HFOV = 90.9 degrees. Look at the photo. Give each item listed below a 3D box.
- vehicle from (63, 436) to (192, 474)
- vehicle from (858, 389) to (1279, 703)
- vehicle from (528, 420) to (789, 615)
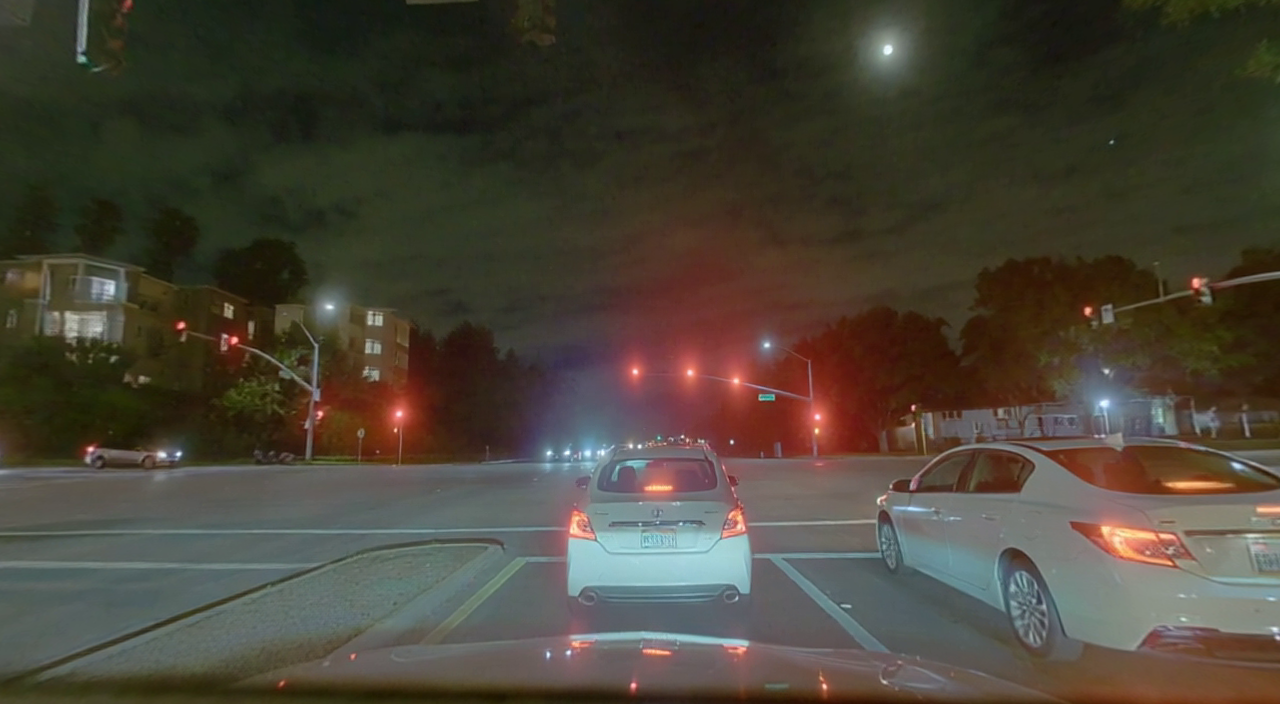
[{"bbox_3d":[-24.283,4.875,29.992,4.450,1.684,1.894,0,-8,0],"label":"vehicle"},{"bbox_3d":[3.175,1.123,3.890,1.931,1.493,4.555,0,-8,-1],"label":"vehicle"},{"bbox_3d":[0.103,1.565,6.873,2.017,1.485,3.813,0,-8,-1],"label":"vehicle"}]
